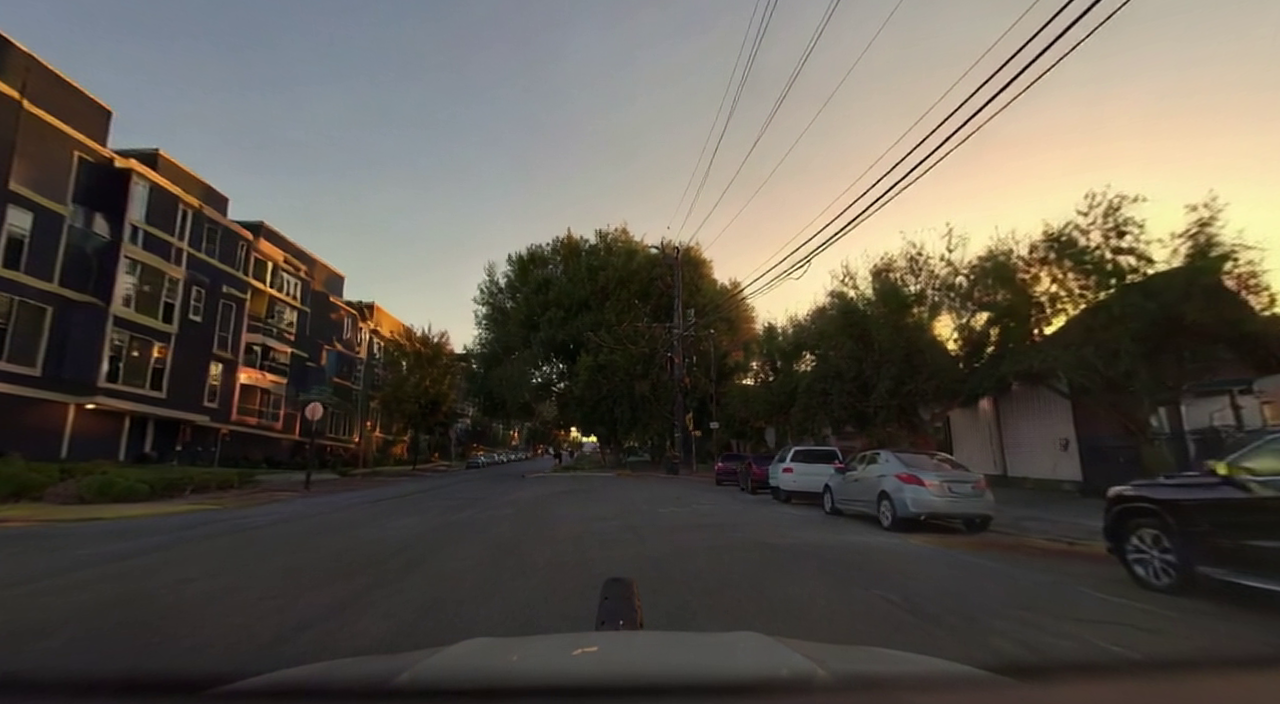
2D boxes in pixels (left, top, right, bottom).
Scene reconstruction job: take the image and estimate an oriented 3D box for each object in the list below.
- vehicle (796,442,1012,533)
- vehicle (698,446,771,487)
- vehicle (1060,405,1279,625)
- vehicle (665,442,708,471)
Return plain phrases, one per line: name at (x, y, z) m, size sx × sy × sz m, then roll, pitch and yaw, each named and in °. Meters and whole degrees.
vehicle at (5.227, 2.724, 13.467) m, size 2.122 × 1.554 × 4.777 m, roll 1°, pitch -8°, yaw -7°
vehicle at (3.739, 4.623, 25.884) m, size 1.901 × 1.495 × 4.340 m, roll 1°, pitch -8°, yaw -6°
vehicle at (6.007, 1.245, 4.777) m, size 1.917 × 1.704 × 4.840 m, roll 1°, pitch -8°, yaw -7°
vehicle at (3.011, 6.882, 41.826) m, size 2.386 × 1.752 × 4.376 m, roll 0°, pitch -8°, yaw -2°
